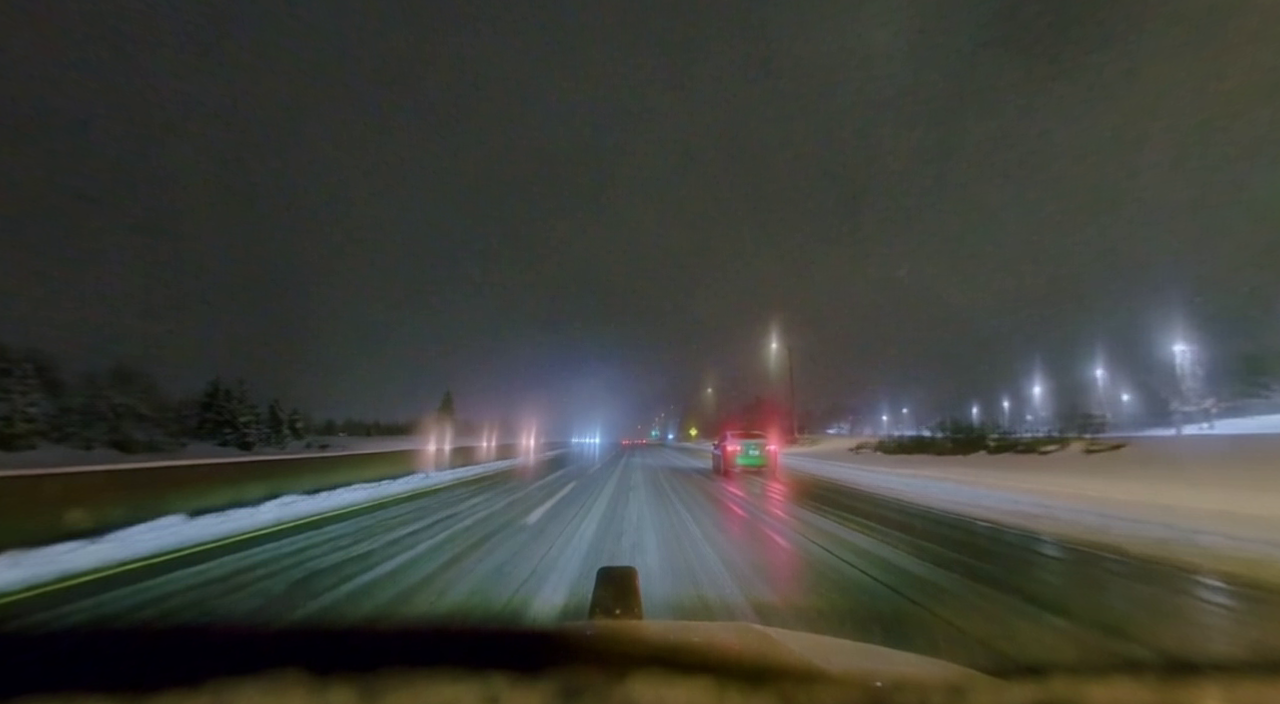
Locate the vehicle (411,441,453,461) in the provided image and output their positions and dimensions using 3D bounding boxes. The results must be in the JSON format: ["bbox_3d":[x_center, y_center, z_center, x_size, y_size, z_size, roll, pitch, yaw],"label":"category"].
[{"bbox_3d":[-16.314,7.766,49.510,1.853,1.514,4.183,0,-8,0],"label":"vehicle"}]

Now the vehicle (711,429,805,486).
[{"bbox_3d":[3.371,3.092,18.830,1.946,1.481,3.969,0,-8,-2],"label":"vehicle"}]
